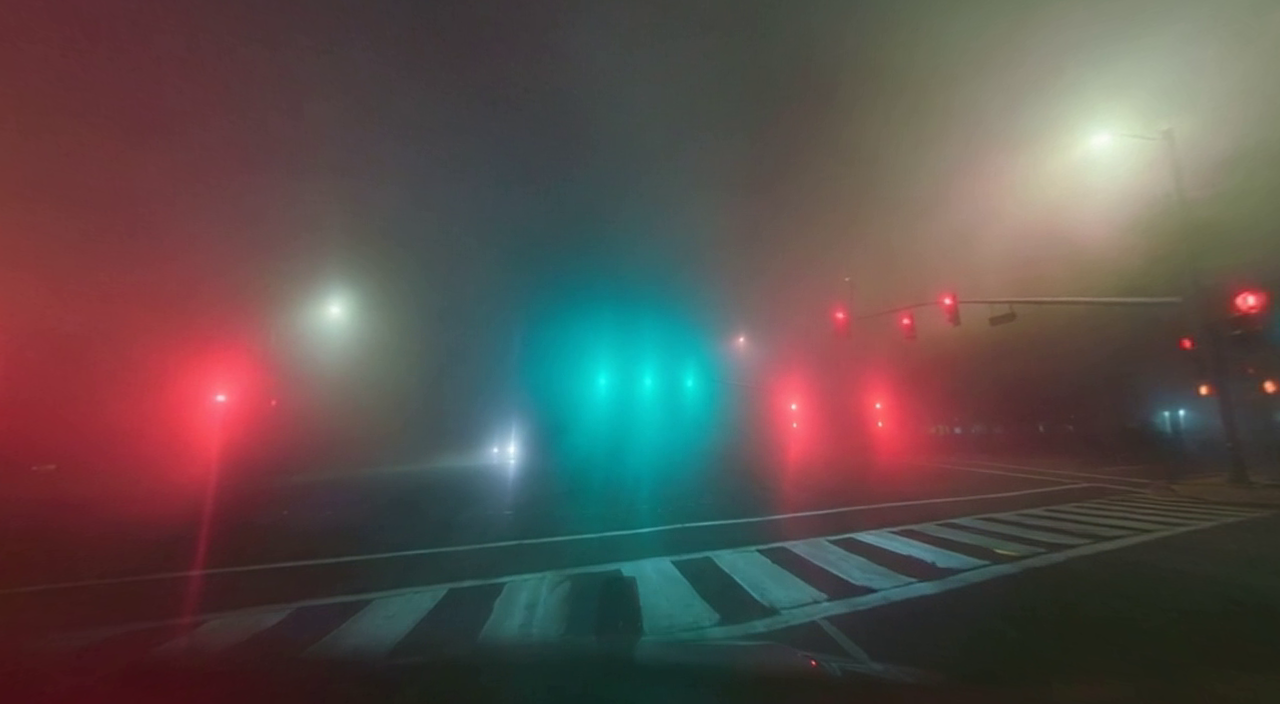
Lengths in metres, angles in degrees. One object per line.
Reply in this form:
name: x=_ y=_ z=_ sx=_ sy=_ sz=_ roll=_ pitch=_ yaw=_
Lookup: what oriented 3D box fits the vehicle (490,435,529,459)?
vehicle: x=-9.710 y=7.087 z=47.213 sx=1.988 sy=1.692 sz=4.412 roll=0 pitch=-8 yaw=0
